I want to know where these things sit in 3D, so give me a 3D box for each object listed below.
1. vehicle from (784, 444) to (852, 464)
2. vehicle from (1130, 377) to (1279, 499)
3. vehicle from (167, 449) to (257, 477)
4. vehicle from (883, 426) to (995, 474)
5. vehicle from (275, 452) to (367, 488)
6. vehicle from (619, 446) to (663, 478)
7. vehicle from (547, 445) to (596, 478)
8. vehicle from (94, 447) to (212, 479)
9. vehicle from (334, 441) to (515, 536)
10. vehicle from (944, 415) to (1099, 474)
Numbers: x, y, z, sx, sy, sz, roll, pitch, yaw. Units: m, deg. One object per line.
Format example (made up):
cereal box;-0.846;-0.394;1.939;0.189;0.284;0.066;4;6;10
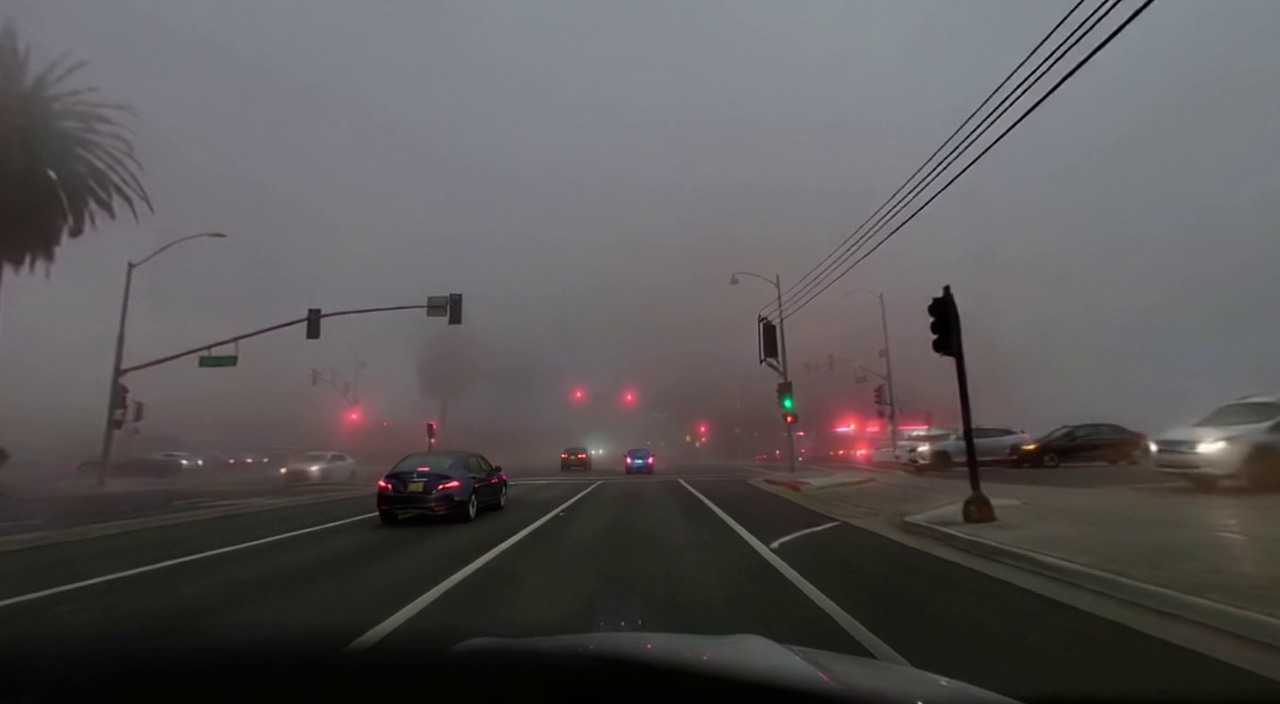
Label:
vehicle;13.472;7.732;47.697;4.532;1.504;2.087;0;-8;1
vehicle;11.023;1.326;10.023;2.111;1.875;5.301;-3;-9;1
vehicle;-29.565;7.674;43.478;4.640;1.809;2.118;-1;-8;2
vehicle;11.065;3.679;23.636;1.982;1.623;4.211;0;-8;-2
vehicle;-15.040;5.557;29.930;1.930;1.476;4.543;0;-8;1
vehicle;0.087;5.668;32.581;2.094;1.496;4.070;0;-8;1
vehicle;-3.543;5.726;33.179;1.979;1.634;3.957;-1;-8;2
vehicle;-31.027;7.100;40.149;5.616;1.927;2.324;-1;-8;2
vehicle;-3.955;2.550;12.466;1.904;1.513;4.410;-1;-8;2
vehicle;13.753;3.436;23.261;2.345;1.886;5.809;-1;-8;3
